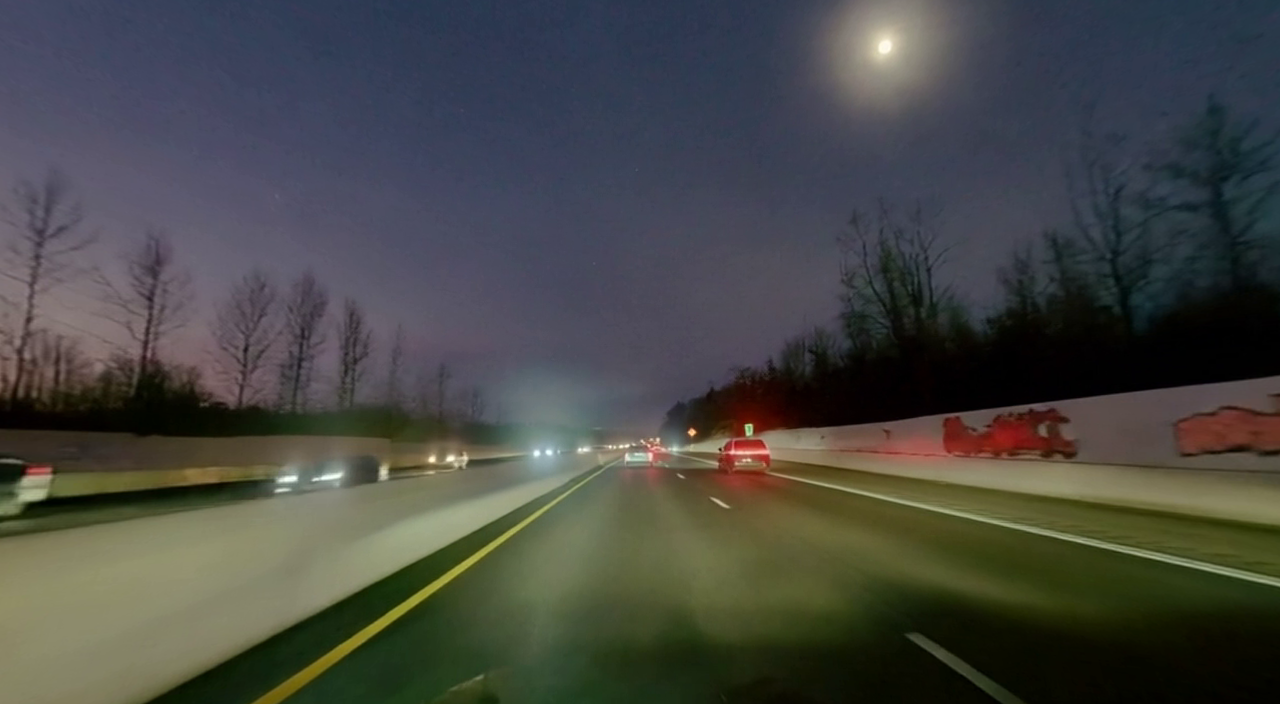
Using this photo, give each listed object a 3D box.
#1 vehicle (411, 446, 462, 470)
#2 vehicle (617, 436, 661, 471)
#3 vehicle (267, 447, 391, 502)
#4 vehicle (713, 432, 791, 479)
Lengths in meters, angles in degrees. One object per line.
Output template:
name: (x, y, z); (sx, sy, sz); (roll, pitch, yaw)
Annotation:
vehicle: (-13.770, 7.172, 42.682); (1.920, 1.545, 4.341); (-1, -9, 1)
vehicle: (-0.086, 5.171, 32.075); (2.095, 1.671, 4.219); (0, -9, 0)
vehicle: (-9.593, 3.766, 19.733); (1.895, 1.504, 3.928); (0, -9, 0)
vehicle: (4.202, 3.992, 24.309); (2.303, 1.614, 4.154); (-1, -9, 1)
